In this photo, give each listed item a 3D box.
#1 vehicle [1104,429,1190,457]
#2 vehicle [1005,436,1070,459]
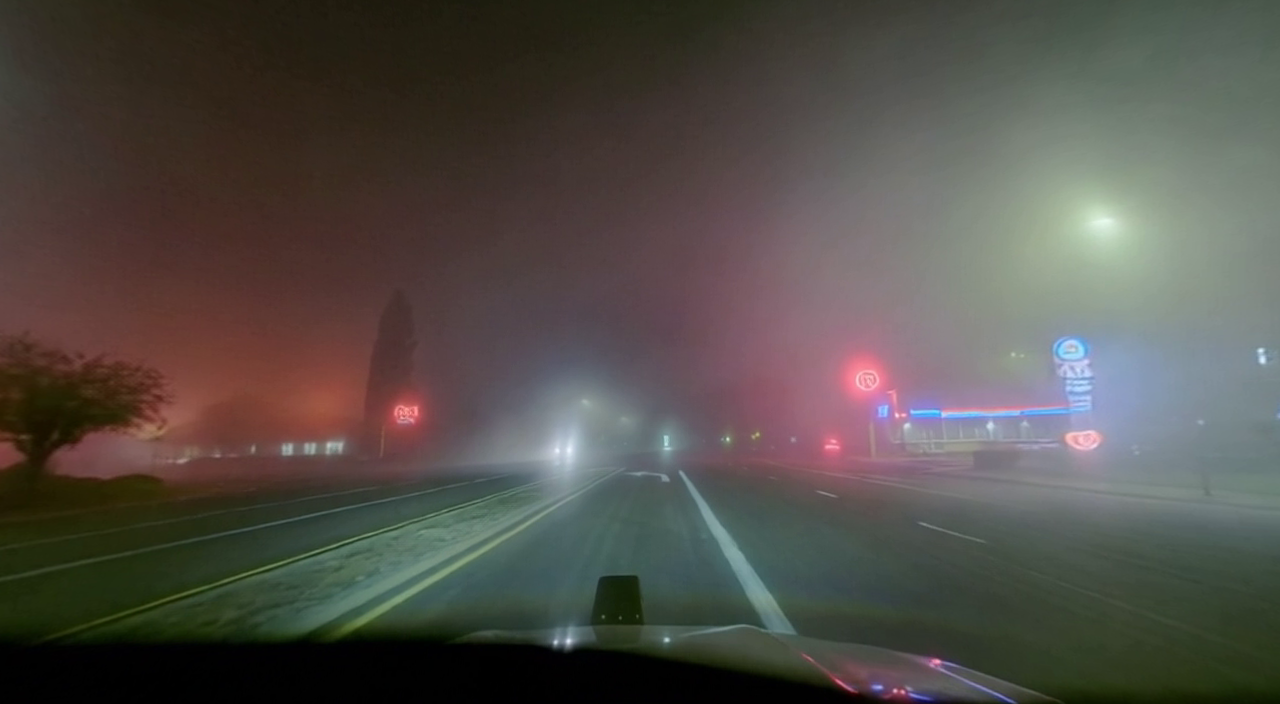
[{"bbox_3d":[36.362,6.498,45.516,2.028,1.886,5.190,0,-7,2],"label":"vehicle"},{"bbox_3d":[28.135,6.787,44.891,1.836,1.497,4.419,-1,-8,2],"label":"vehicle"}]
